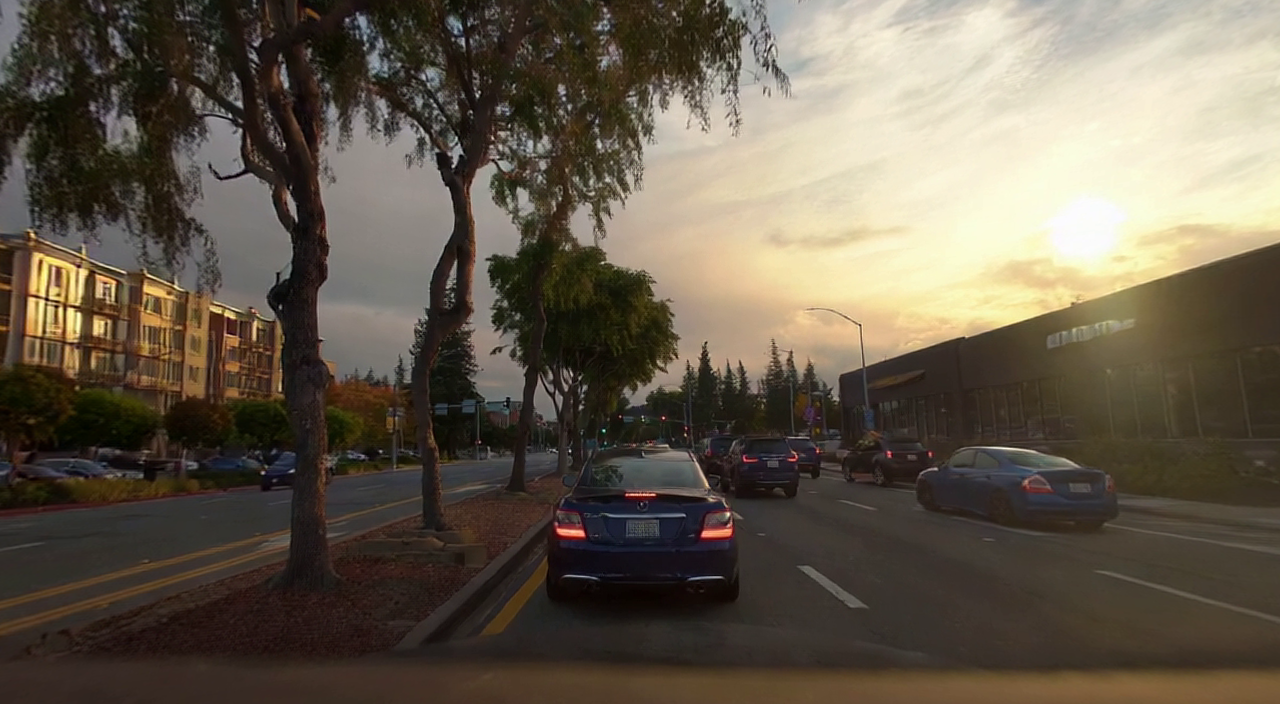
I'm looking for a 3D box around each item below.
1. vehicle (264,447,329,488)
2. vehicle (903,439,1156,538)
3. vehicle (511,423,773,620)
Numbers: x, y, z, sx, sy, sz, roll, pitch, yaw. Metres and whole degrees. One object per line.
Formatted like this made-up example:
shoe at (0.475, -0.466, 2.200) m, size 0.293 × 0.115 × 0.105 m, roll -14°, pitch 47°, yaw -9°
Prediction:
vehicle at (-16.099, 5.394, 29.791) m, size 2.163 × 1.743 × 4.428 m, roll 3°, pitch -9°, yaw -22°
vehicle at (6.841, 2.399, 11.797) m, size 1.911 × 1.468 × 4.417 m, roll 0°, pitch -8°, yaw 0°
vehicle at (-0.014, 1.603, 7.017) m, size 1.977 × 1.465 × 4.376 m, roll 0°, pitch -8°, yaw -1°
